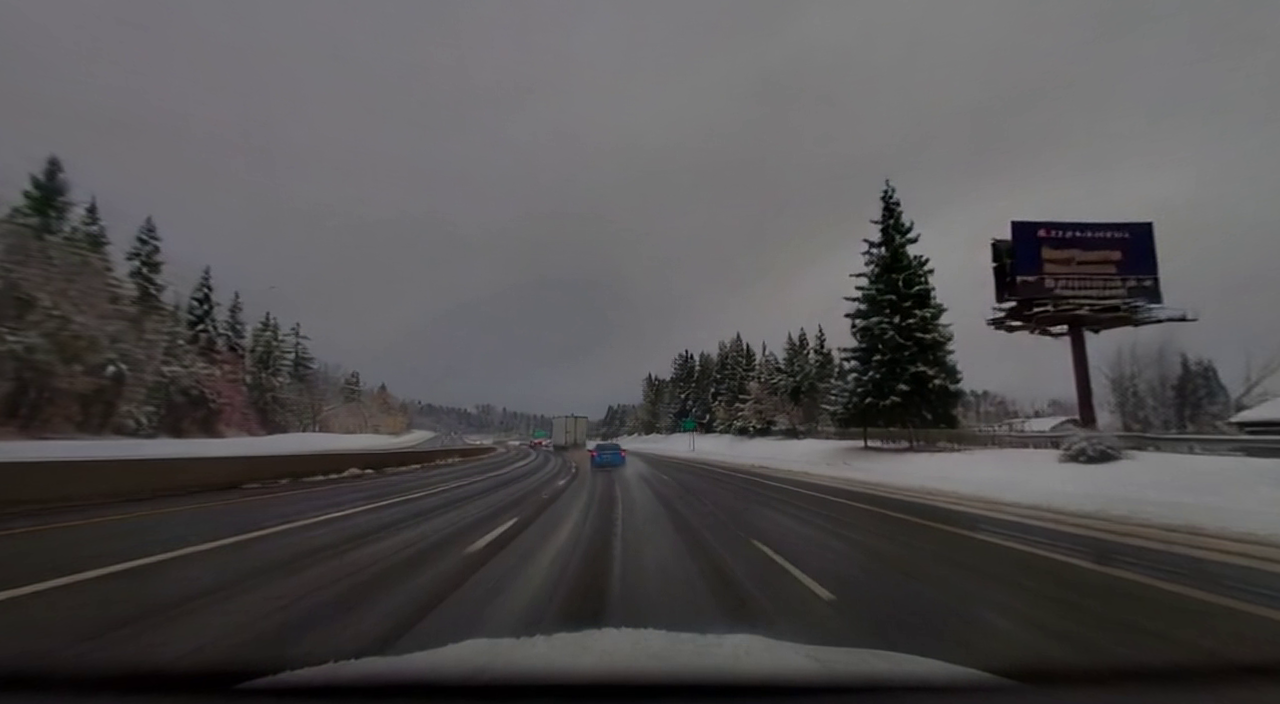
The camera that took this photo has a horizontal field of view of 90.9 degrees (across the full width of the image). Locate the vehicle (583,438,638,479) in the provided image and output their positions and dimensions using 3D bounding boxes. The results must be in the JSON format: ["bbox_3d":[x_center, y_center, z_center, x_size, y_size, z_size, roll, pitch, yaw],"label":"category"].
[{"bbox_3d":[-1.225,4.270,25.581,2.042,1.528,4.300,1,-8,-4],"label":"vehicle"}]
